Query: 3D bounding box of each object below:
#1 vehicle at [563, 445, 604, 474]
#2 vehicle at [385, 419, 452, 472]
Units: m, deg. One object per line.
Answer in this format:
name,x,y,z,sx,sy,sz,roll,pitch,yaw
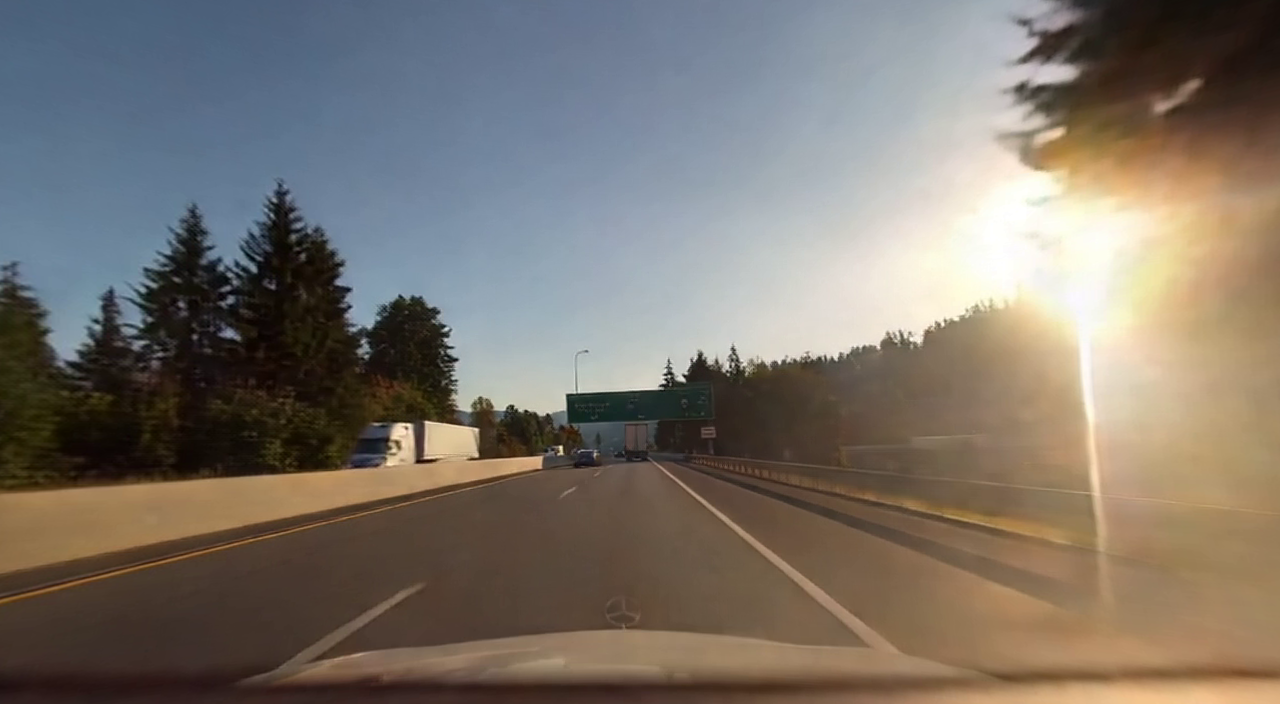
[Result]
vehicle,-3.396,6.573,38.850,2.081,1.682,4.425,0,-9,0
vehicle,-17.231,7.348,49.479,3.005,3.872,5.858,0,-9,0
